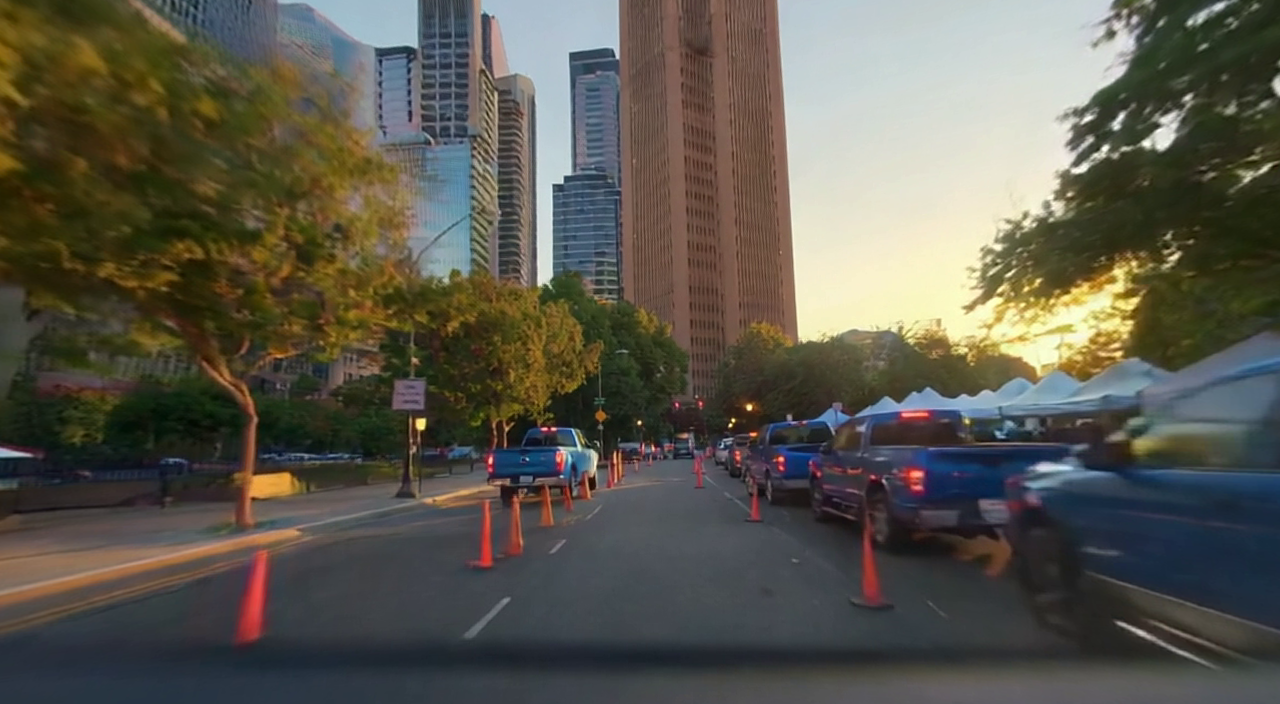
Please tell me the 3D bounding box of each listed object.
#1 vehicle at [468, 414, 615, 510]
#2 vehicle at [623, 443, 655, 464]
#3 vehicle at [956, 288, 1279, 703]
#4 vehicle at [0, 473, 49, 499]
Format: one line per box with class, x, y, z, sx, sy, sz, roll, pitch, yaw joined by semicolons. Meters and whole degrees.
vehicle;-2.152;2.678;15.873;2.452;1.954;5.653;-1;-8;4
vehicle;-0.001;7.405;46.233;1.895;1.489;4.328;-1;-8;6
vehicle;3.489;0.704;2.417;2.073;1.887;4.825;0;-8;1
vehicle;-48.301;10.252;48.123;1.974;1.675;4.652;0;-8;-3
